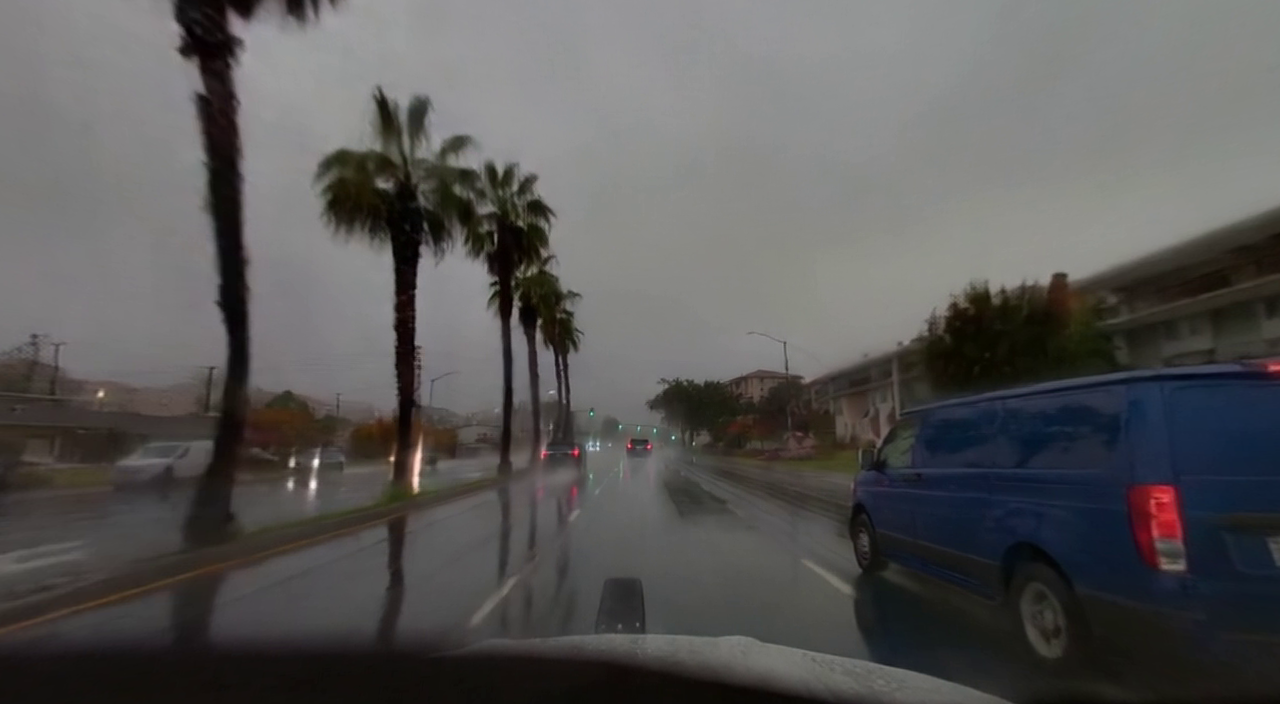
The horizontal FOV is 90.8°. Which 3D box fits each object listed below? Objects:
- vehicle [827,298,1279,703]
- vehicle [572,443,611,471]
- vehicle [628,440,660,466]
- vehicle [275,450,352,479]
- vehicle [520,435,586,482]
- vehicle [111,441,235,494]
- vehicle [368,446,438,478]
[{"bbox_3d":[3.313,1.081,4.826,2.234,1.912,4.847,0,-8,-1],"label":"vehicle"},{"bbox_3d":[-2.723,5.982,36.192,1.869,1.454,4.142,0,-8,0],"label":"vehicle"},{"bbox_3d":[0.273,7.174,45.116,2.191,1.761,3.857,0,-8,-1],"label":"vehicle"},{"bbox_3d":[-18.325,6.293,35.725,1.934,1.470,4.487,0,-8,0],"label":"vehicle"},{"bbox_3d":[-3.374,4.238,25.351,1.967,1.703,4.157,0,-8,1],"label":"vehicle"},{"bbox_3d":[-21.420,5.255,29.330,1.931,2.187,5.001,-1,-8,-1],"label":"vehicle"},{"bbox_3d":[-11.755,5.447,31.620,1.857,1.473,4.298,0,-8,0],"label":"vehicle"}]
